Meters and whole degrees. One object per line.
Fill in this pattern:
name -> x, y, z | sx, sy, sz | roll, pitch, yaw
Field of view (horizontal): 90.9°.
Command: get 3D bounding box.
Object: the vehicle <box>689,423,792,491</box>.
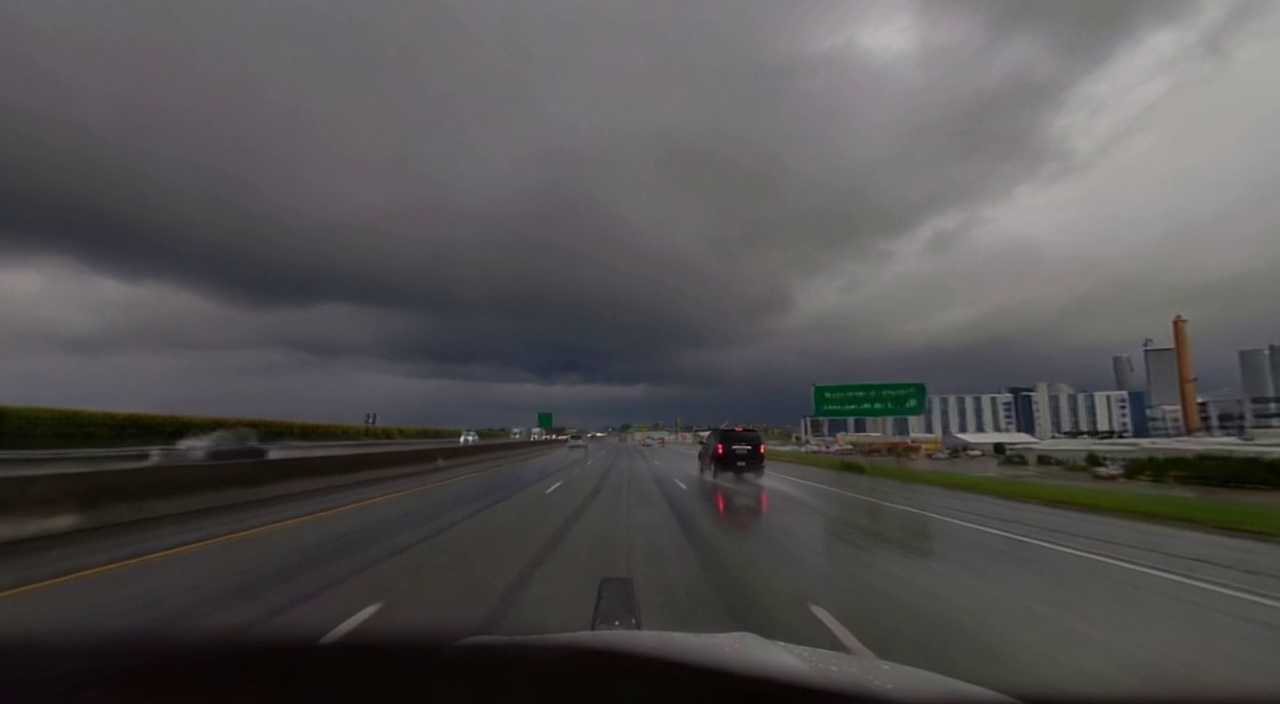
vehicle -> 2.639, 2.876, 17.606 | 2.022, 1.637, 4.229 | 0, -8, -2

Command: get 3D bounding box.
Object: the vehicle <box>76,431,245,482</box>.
vehicle -> -16.160, 3.529, 21.672 | 2.069, 1.524, 4.862 | 0, -8, -1
